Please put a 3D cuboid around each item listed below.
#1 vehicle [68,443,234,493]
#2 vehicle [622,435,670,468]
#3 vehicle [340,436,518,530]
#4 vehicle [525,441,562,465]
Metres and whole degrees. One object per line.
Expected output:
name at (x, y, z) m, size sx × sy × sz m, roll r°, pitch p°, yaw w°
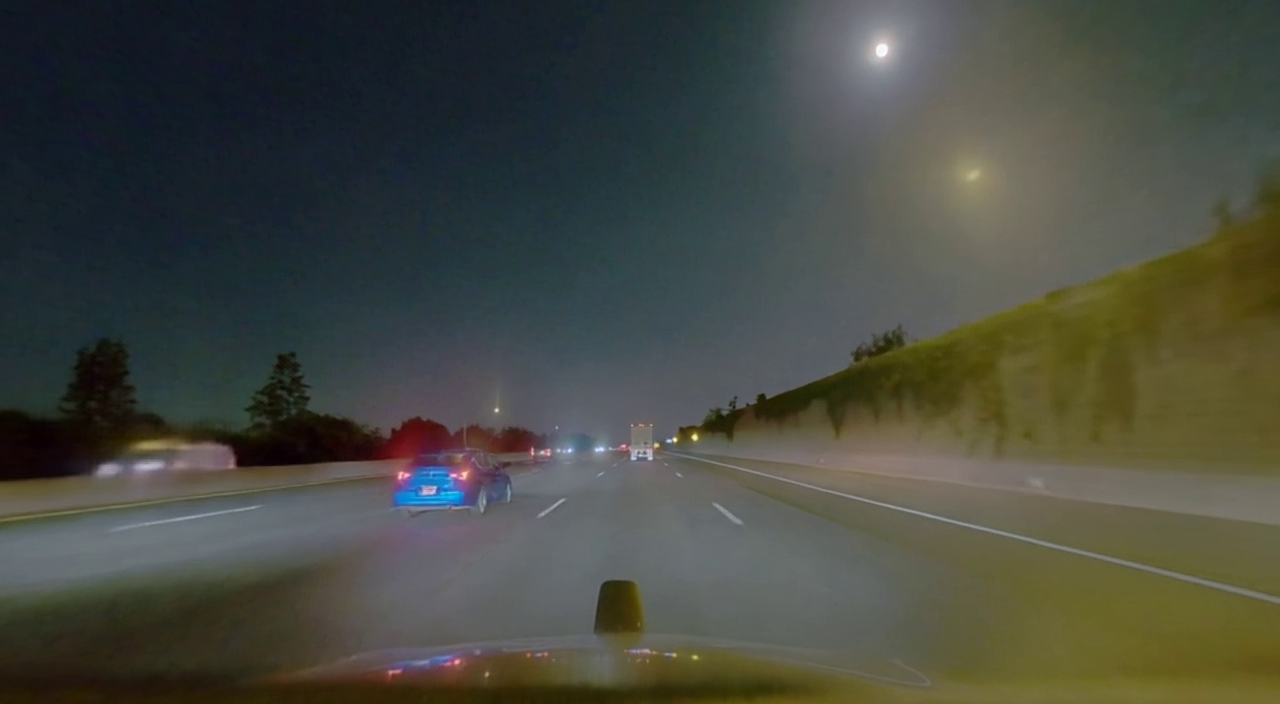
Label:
vehicle at (-17.247, 4.092, 22.615) m, size 2.064 × 1.581 × 4.791 m, roll 0°, pitch -8°, yaw 1°
vehicle at (0.315, 6.380, 40.566) m, size 2.856 × 1.994 × 4.931 m, roll 0°, pitch -8°, yaw -1°
vehicle at (-3.842, 2.449, 12.420) m, size 2.000 × 1.512 × 4.371 m, roll 0°, pitch -9°, yaw 0°
vehicle at (-7.438, 7.792, 48.865) m, size 2.068 × 1.757 × 4.611 m, roll 0°, pitch -8°, yaw 1°
